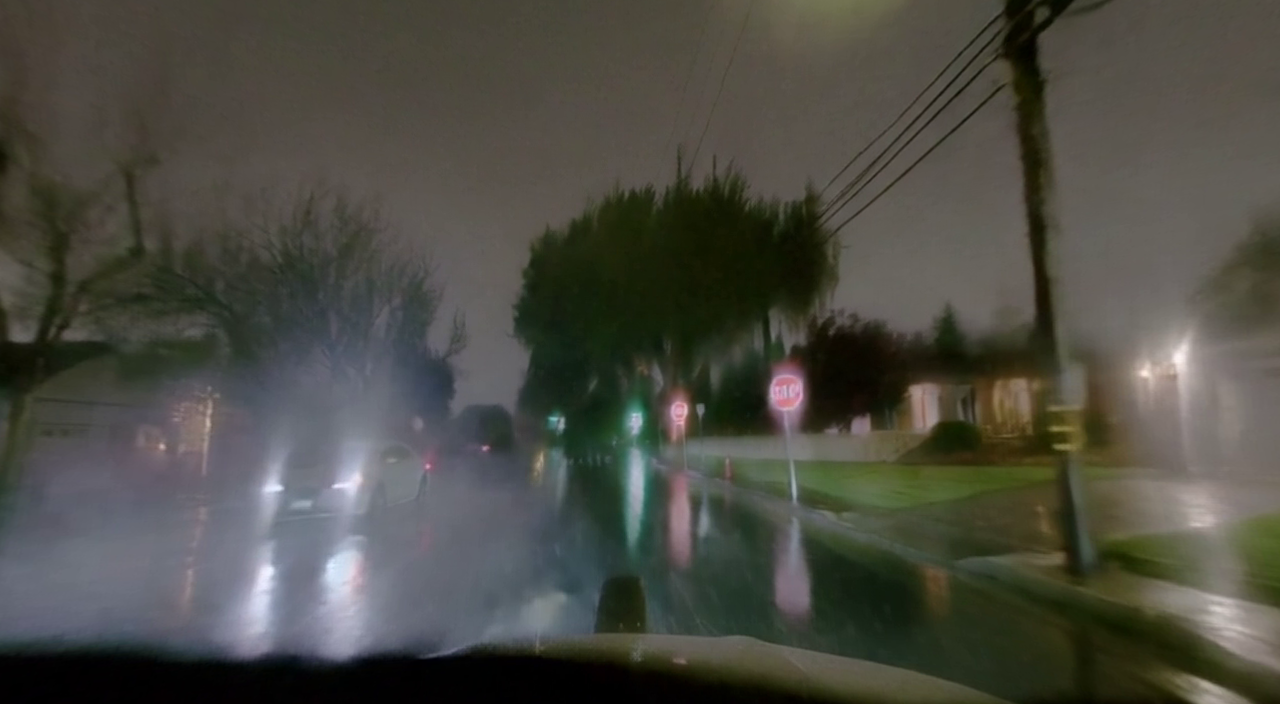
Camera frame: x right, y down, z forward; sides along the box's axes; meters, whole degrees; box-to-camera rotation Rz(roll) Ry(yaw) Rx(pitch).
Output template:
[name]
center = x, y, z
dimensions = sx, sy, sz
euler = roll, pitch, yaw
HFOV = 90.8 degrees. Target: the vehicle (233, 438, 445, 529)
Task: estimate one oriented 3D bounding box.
[vehicle]
center = -5.850, 2.574, 13.184
dimensions = 2.146, 1.506, 4.885
euler = 0, -8, -2
